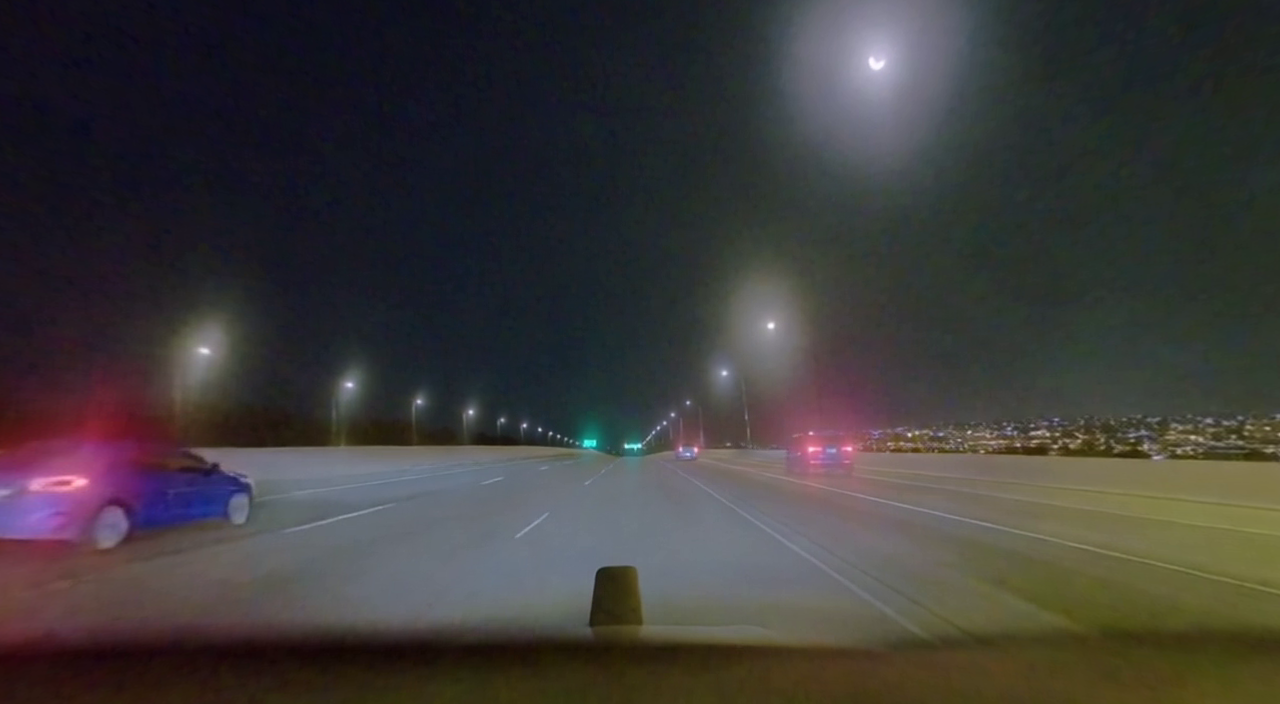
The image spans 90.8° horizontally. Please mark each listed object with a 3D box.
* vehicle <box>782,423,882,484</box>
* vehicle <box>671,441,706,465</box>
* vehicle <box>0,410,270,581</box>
[{"bbox_3d":[6.773,3.632,22.881,2.065,1.953,4.605,0,-8,-1],"label":"vehicle"},{"bbox_3d":[3.281,6.944,43.512,2.000,1.533,3.770,0,-8,-2],"label":"vehicle"},{"bbox_3d":[-7.499,1.703,8.344,2.083,1.696,5.464,1,-8,-2],"label":"vehicle"}]
